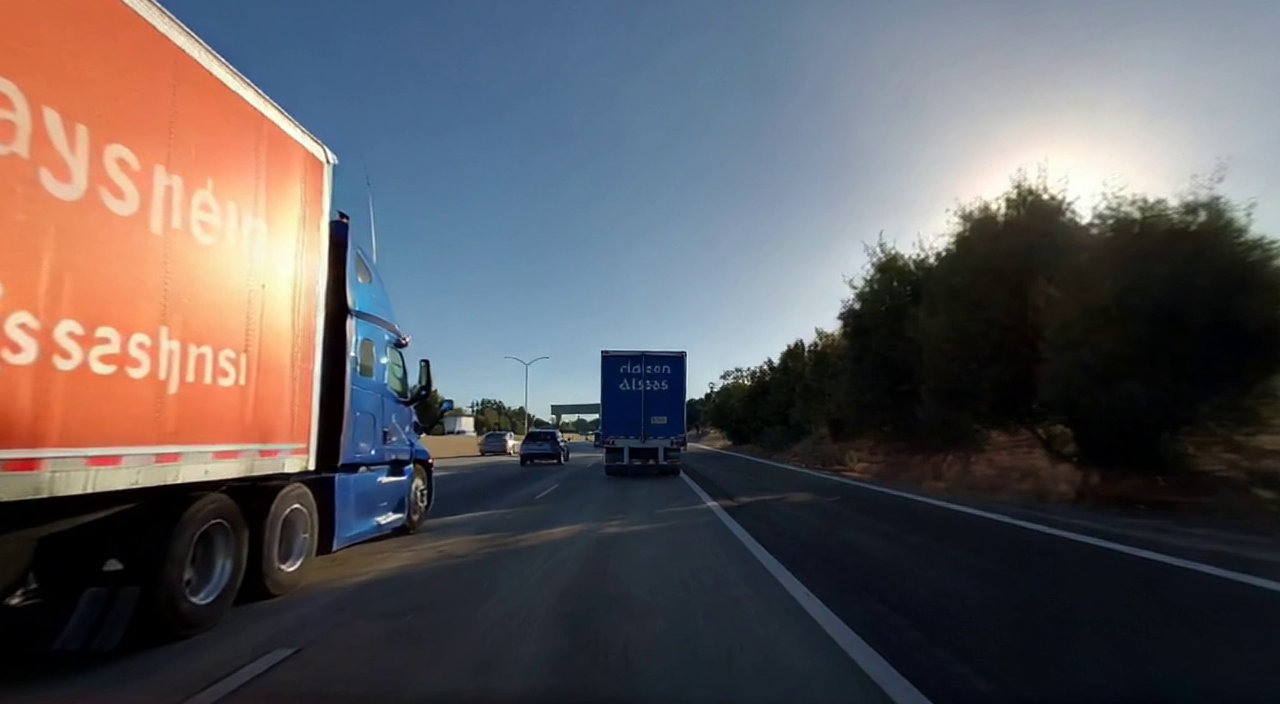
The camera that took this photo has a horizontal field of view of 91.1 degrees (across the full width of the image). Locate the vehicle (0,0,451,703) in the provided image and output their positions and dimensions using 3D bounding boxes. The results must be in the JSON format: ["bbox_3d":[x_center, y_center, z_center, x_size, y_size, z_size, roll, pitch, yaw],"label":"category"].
[{"bbox_3d":[-4.041,0.093,5.762,3.007,4.031,6.044,1,-7,-4],"label":"vehicle"}]

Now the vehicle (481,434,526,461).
[{"bbox_3d":[-7.883,5.513,36.594,1.828,1.470,4.079,0,-8,-2],"label":"vehicle"}]

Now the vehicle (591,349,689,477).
[{"bbox_3d":[-0.168,2.671,25.617,3.118,4.106,10.719,0,-8,-2],"label":"vehicle"}]

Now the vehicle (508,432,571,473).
[{"bbox_3d":[-3.936,3.982,25.250,1.933,1.492,3.838,0,-8,-1],"label":"vehicle"}]
